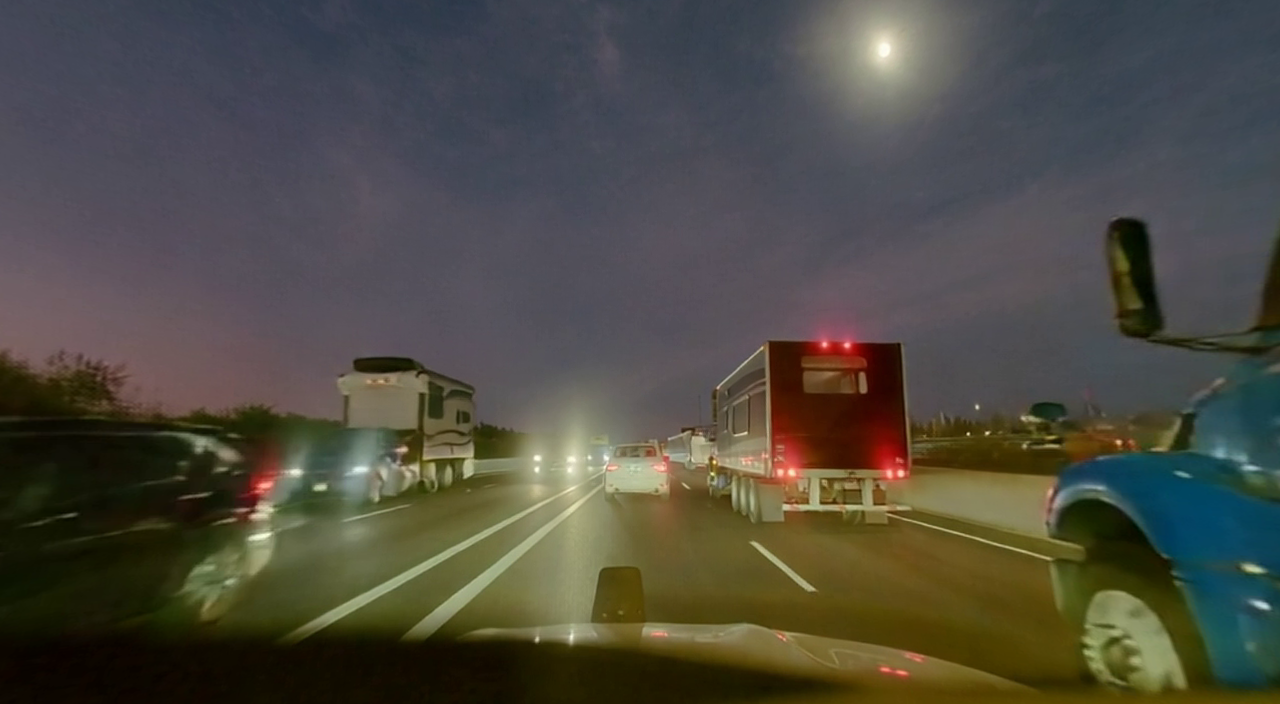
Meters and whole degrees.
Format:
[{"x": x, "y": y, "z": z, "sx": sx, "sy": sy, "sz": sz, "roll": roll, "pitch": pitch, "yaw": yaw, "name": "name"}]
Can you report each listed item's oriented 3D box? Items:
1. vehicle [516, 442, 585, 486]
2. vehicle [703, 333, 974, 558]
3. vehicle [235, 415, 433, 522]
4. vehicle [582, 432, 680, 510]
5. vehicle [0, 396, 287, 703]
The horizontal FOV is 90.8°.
[{"x": -3.619, "y": 4.626, "z": 26.437, "sx": 2.098, "sy": 1.659, "sz": 4.432, "roll": 0, "pitch": -9, "yaw": 2, "name": "vehicle"}, {"x": 2.952, "y": 1.749, "z": 11.949, "sx": 2.533, "sy": 2.942, "sz": 7.280, "roll": 0, "pitch": -9, "yaw": -2, "name": "vehicle"}, {"x": -6.888, "y": 2.684, "z": 15.017, "sx": 2.155, "sy": 2.087, "sz": 4.882, "roll": 0, "pitch": -9, "yaw": 1, "name": "vehicle"}, {"x": -0.186, "y": 2.998, "z": 16.260, "sx": 2.201, "sy": 1.719, "sz": 4.058, "roll": 0, "pitch": -9, "yaw": 0, "name": "vehicle"}, {"x": -4.096, "y": 1.005, "z": 3.001, "sx": 2.023, "sy": 1.576, "sz": 4.784, "roll": 0, "pitch": -9, "yaw": 1, "name": "vehicle"}]
